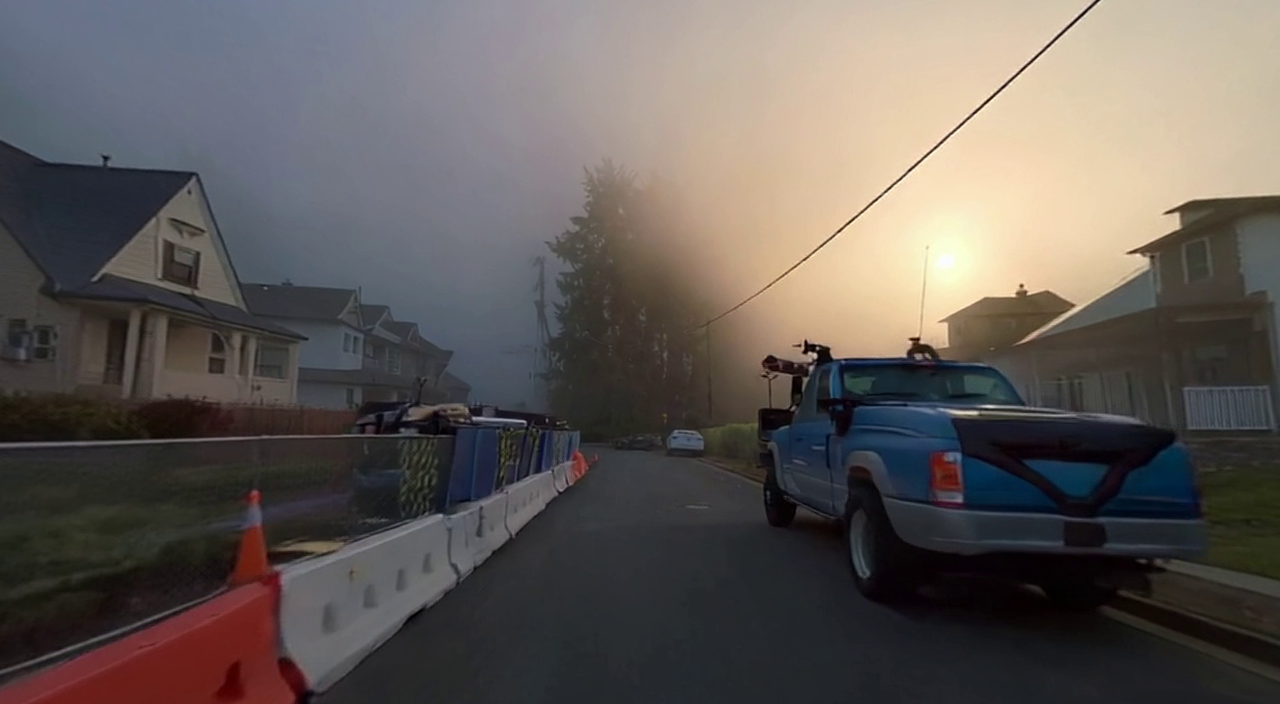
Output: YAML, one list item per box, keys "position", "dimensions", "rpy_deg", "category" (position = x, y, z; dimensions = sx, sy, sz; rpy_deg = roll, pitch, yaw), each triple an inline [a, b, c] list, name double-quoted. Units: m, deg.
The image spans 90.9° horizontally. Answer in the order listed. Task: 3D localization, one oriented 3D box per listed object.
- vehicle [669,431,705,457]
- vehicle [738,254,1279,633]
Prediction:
- position: [3.267, 6.416, 44.258]
  dimensions: [2.066, 1.739, 4.234]
  rpy_deg: [0, -7, -2]
  category: "vehicle"
- position: [3.250, 1.033, 7.793]
  dimensions: [2.879, 2.801, 6.142]
  rpy_deg: [0, -7, -2]
  category: "vehicle"
